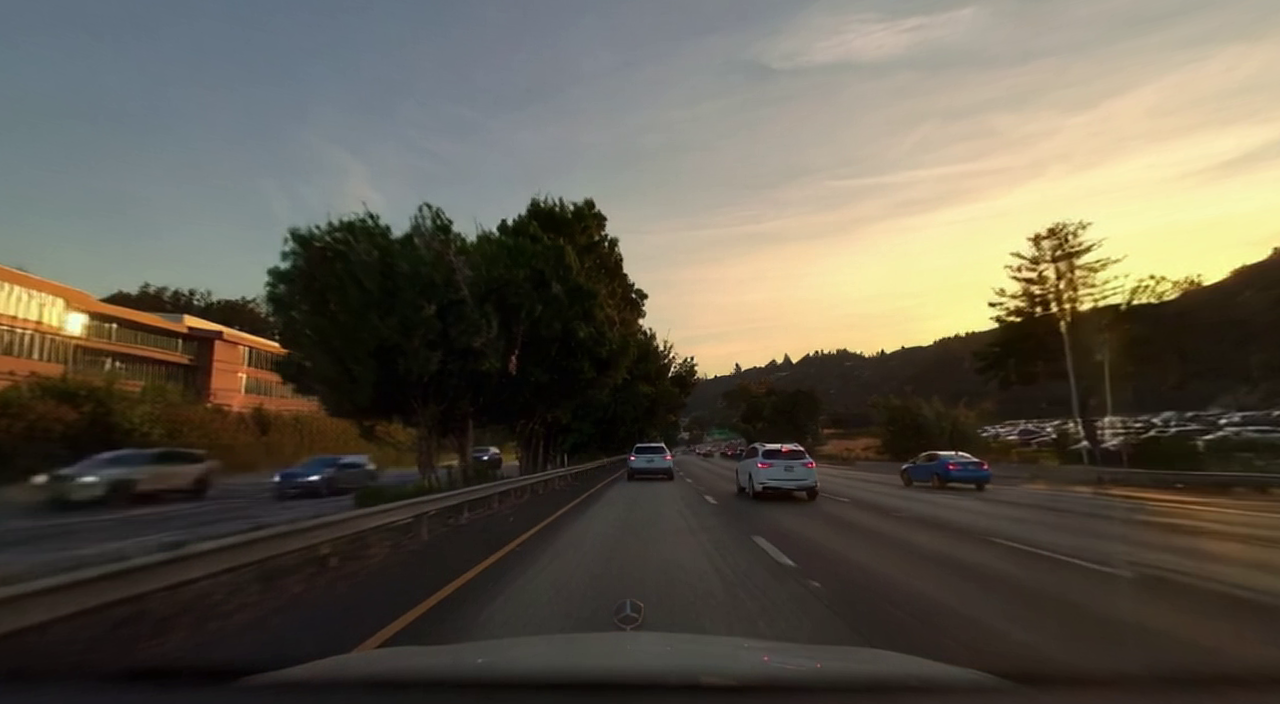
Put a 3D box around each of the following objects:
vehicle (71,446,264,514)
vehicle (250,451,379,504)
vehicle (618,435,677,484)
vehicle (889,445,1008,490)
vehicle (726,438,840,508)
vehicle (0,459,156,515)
[{"bbox_3d":[-14.222,3.814,19.479,2.092,1.805,4.904,0,-8,0],"label":"vehicle"},{"bbox_3d":[-10.564,4.057,20.873,1.883,1.529,4.333,0,-8,1],"label":"vehicle"},{"bbox_3d":[0.307,4.512,26.733,2.290,1.862,4.454,0,-8,1],"label":"vehicle"},{"bbox_3d":[10.989,4.113,22.910,2.027,1.446,4.470,0,-8,0],"label":"vehicle"},{"bbox_3d":[3.576,3.094,16.624,2.042,1.592,4.047,0,-8,0],"label":"vehicle"},{"bbox_3d":[-18.030,4.164,19.887,1.918,1.456,4.459,0,-8,1],"label":"vehicle"}]
